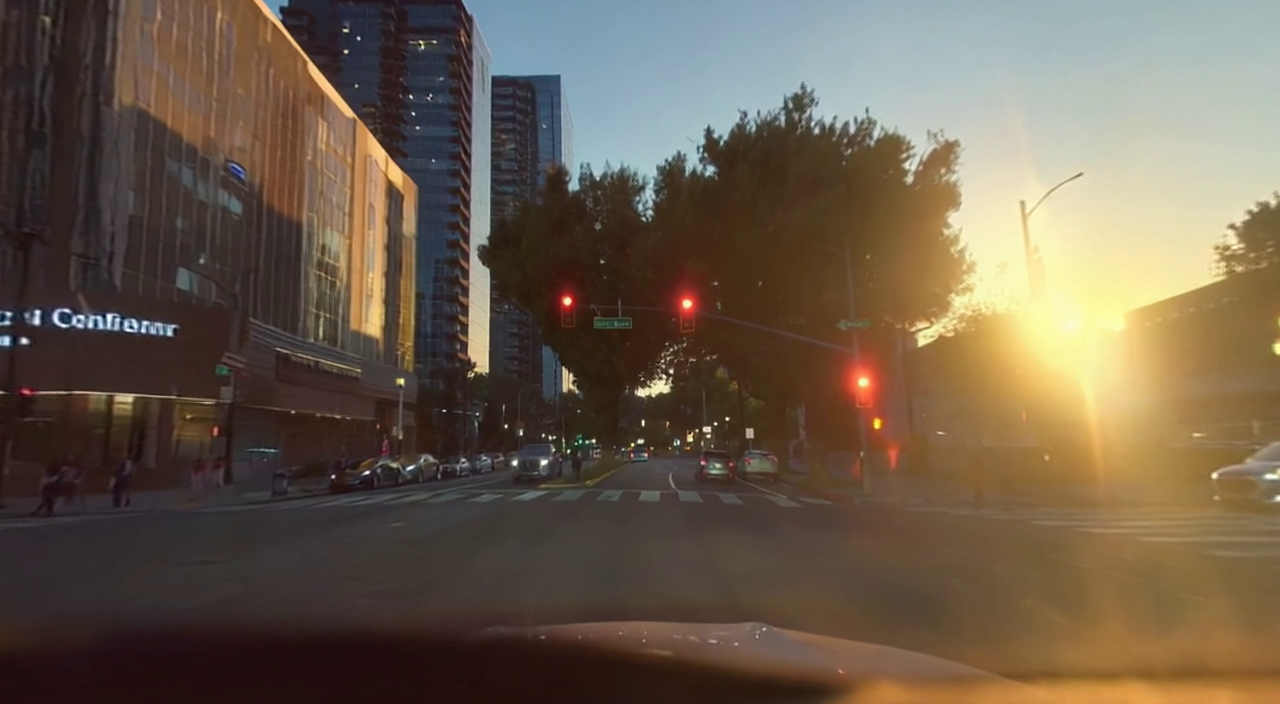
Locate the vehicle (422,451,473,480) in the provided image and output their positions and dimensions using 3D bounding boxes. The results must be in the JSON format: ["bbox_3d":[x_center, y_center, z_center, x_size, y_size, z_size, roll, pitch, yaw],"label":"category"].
[{"bbox_3d":[-12.297,7.256,40.624,1.854,1.727,4.426,0,-8,1],"label":"vehicle"}]

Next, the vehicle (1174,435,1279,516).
[{"bbox_3d":[17.373,3.159,16.572,4.589,1.910,2.162,-1,-8,-1],"label":"vehicle"}]

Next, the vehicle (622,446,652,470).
[{"bbox_3d":[-0.228,8.113,48.660,2.165,1.749,4.078,0,-8,0],"label":"vehicle"}]

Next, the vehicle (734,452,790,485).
[{"bbox_3d":[5.975,5.751,31.494,1.882,1.479,4.652,0,-8,0],"label":"vehicle"}]

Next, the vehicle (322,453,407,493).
[{"bbox_3d":[-12.727,5.605,29.492,2.118,1.644,4.188,0,-8,-1],"label":"vehicle"}]

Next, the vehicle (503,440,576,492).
[{"bbox_3d":[-3.887,4.452,25.211,2.176,1.804,4.740,-2,-8,0],"label":"vehicle"}]

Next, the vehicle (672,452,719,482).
[{"bbox_3d":[2.742,5.776,31.983,1.919,1.371,3.583,0,-8,-2],"label":"vehicle"}]
